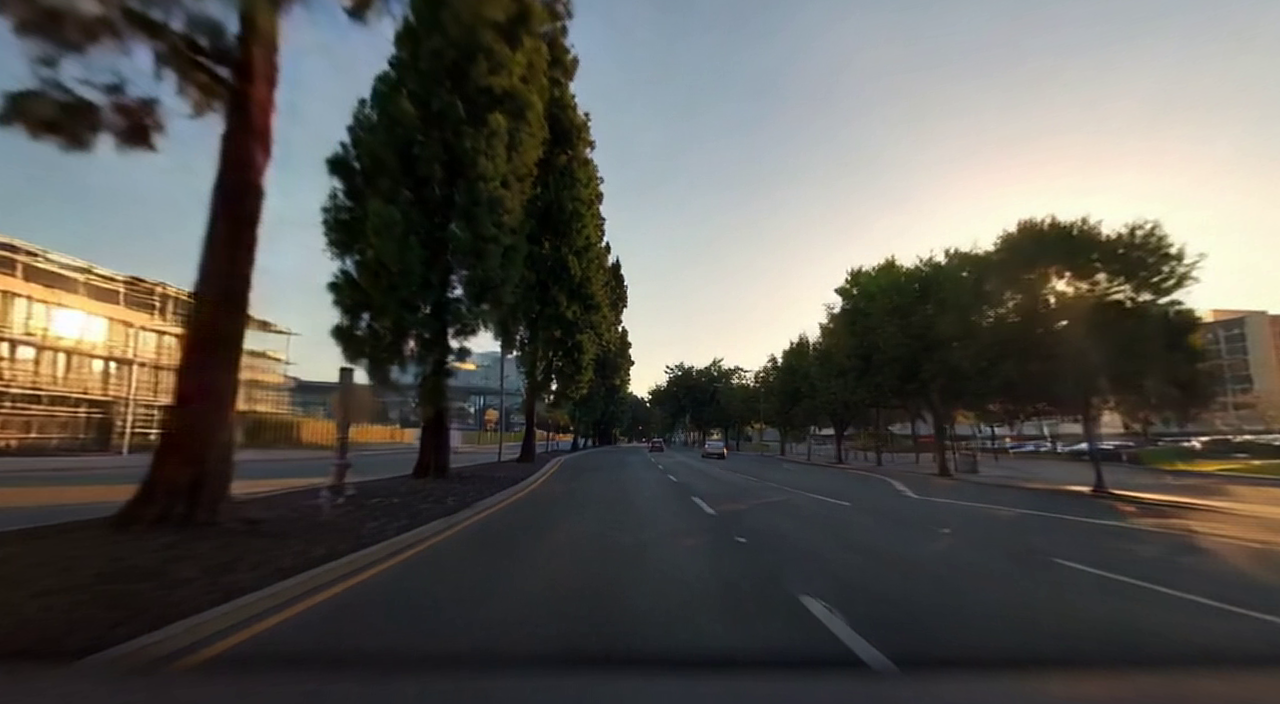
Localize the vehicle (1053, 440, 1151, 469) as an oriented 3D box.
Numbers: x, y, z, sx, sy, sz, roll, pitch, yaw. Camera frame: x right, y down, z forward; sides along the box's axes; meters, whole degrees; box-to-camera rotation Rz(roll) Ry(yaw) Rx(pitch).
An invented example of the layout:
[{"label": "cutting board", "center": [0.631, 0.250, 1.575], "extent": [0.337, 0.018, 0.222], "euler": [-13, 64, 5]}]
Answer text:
[{"label": "vehicle", "center": [32.753, 7.241, 45.112], "extent": [2.283, 1.875, 6.308], "euler": [-1, -7, 0]}]
